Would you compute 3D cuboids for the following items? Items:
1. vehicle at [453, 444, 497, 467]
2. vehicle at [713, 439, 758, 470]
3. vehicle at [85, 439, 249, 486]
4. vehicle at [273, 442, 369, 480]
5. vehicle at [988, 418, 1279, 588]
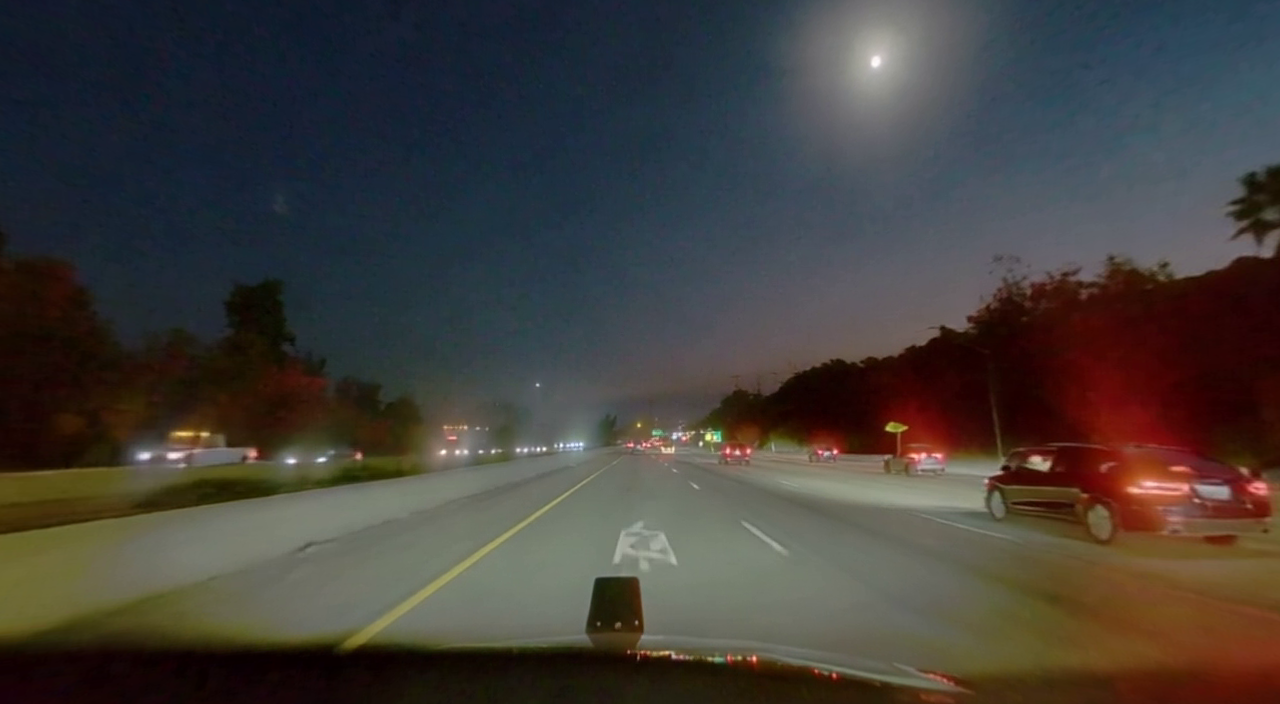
[{"bbox_3d":[-12.305,7.744,47.292,1.946,1.614,4.913,0,-8,1],"label":"vehicle"},{"bbox_3d":[5.553,6.031,37.131,2.035,1.704,3.867,0,-8,0],"label":"vehicle"},{"bbox_3d":[-23.127,5.422,31.387,2.620,2.052,7.153,0,-8,0],"label":"vehicle"},{"bbox_3d":[-15.980,5.450,31.876,2.306,1.760,4.877,0,-8,0],"label":"vehicle"},{"bbox_3d":[6.829,1.789,8.323,1.902,1.623,4.360,0,-8,0],"label":"vehicle"}]
